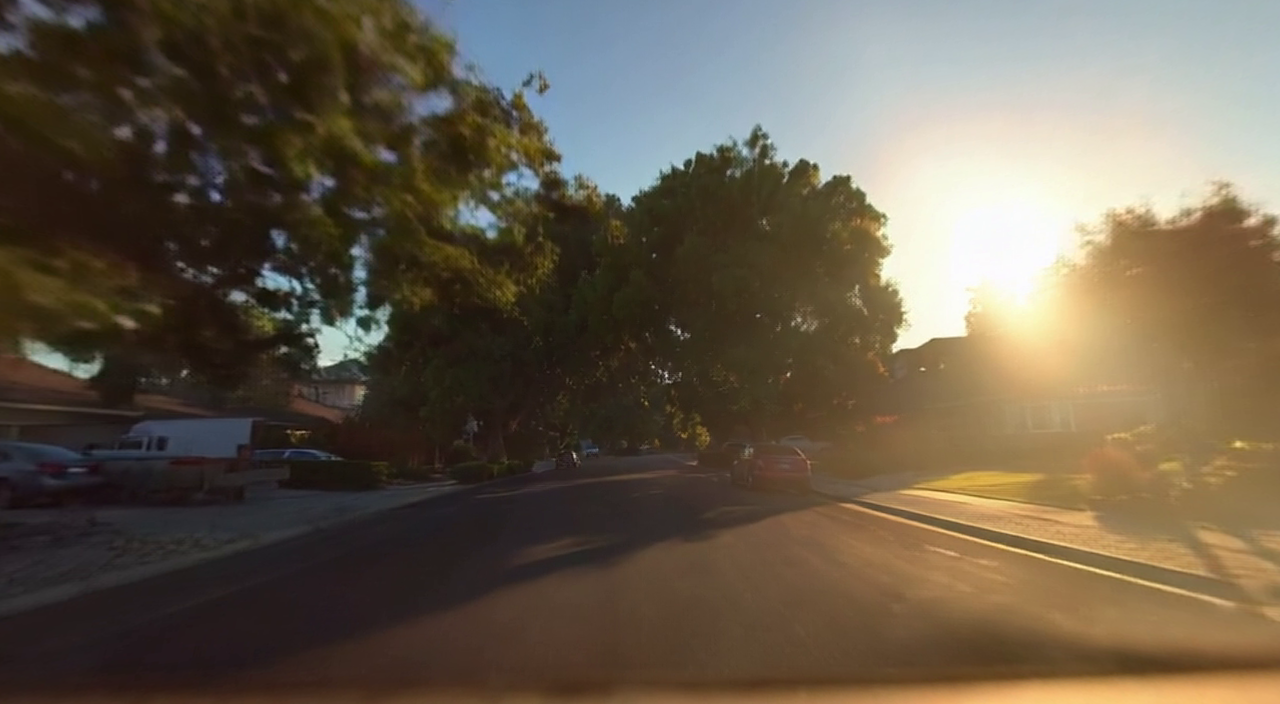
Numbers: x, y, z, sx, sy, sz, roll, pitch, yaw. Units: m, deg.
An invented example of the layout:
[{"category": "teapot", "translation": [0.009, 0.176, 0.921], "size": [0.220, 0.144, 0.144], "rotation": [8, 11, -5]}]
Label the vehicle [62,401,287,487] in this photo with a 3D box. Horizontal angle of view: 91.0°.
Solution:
[{"category": "vehicle", "translation": [-16.524, 3.321, 22.563], "size": [6.381, 2.645, 2.703], "rotation": [-3, -9, 10]}]

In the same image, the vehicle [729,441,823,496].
[{"category": "vehicle", "translation": [4.075, 3.547, 19.576], "size": [2.011, 1.521, 4.292], "rotation": [0, -9, 1]}]
